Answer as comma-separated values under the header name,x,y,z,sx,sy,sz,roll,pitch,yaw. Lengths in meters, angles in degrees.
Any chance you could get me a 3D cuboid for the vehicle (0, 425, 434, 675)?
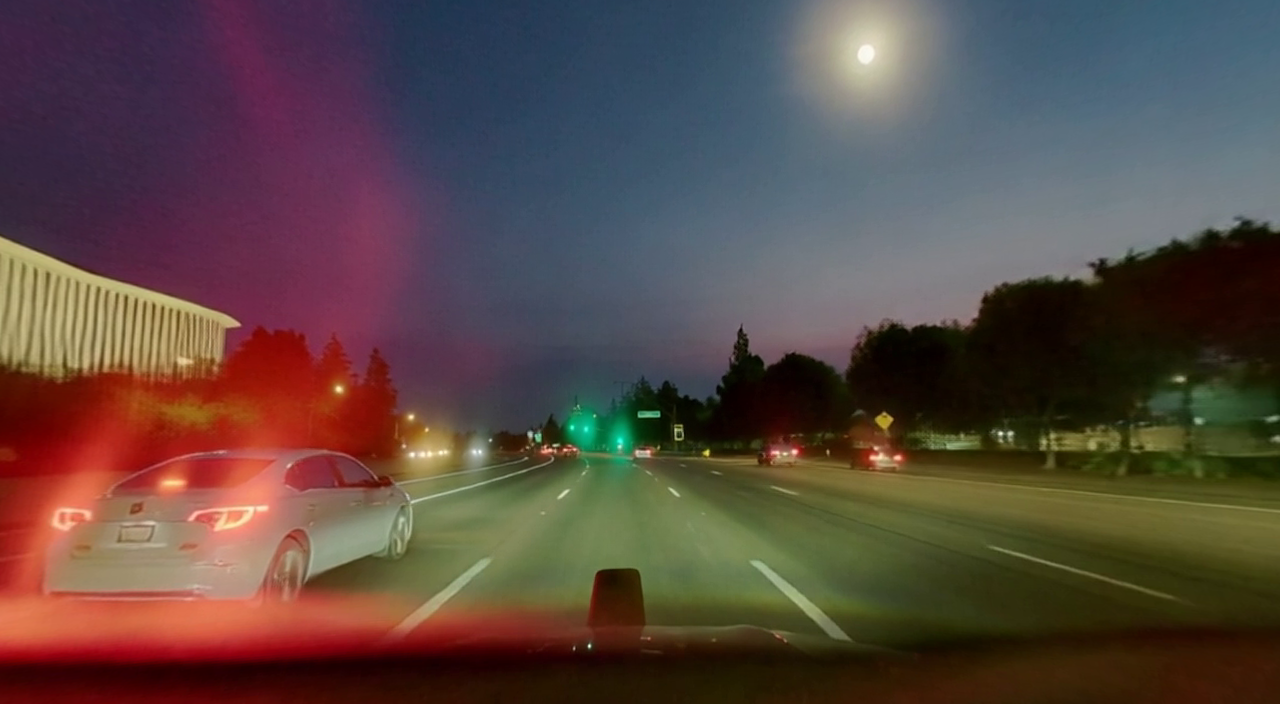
name,x,y,z,sx,sy,sz,roll,pitch,yaw
vehicle,-3.698,1.515,6.038,2.018,1.476,4.364,0,-8,0
